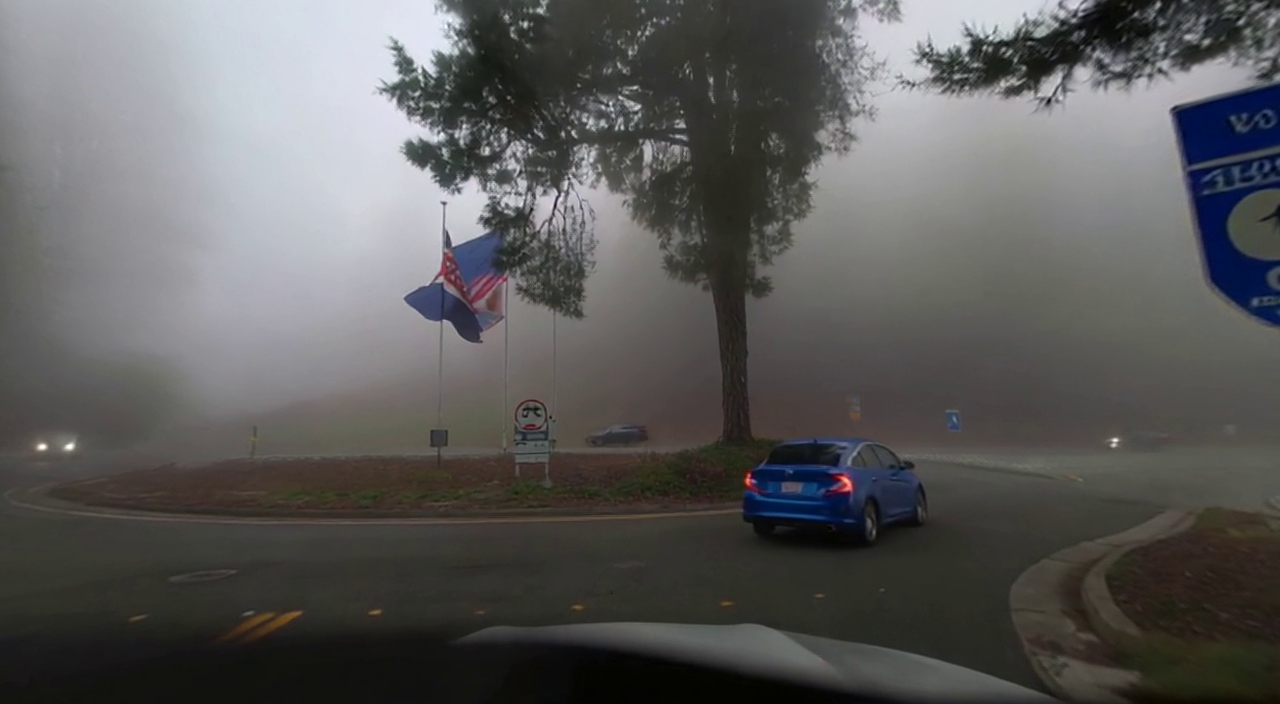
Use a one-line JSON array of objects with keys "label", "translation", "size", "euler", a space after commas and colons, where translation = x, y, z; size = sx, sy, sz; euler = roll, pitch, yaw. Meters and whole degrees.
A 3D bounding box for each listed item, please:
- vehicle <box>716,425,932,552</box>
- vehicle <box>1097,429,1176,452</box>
[{"label": "vehicle", "translation": [3.158, 2.090, 10.296], "size": [2.078, 1.607, 4.010], "euler": [-7, -11, 36]}, {"label": "vehicle", "translation": [36.612, 6.549, 46.554], "size": [4.045, 1.569, 1.781], "euler": [-2, -9, 9]}]
